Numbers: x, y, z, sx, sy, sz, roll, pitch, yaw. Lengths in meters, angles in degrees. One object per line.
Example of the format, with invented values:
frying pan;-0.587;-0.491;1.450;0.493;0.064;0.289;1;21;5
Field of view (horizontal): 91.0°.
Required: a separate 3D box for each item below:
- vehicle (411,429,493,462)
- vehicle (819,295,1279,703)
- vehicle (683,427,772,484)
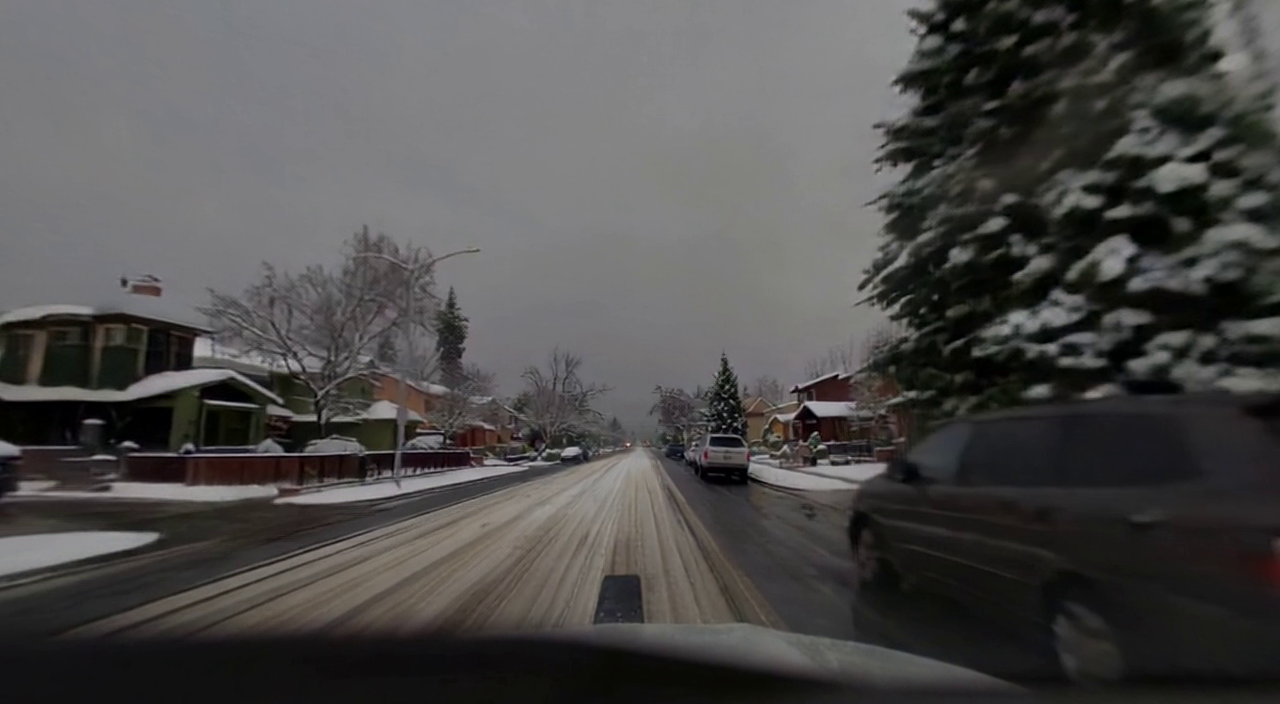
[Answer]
vehicle;-13.177;6.570;44.337;4.837;1.897;2.228;4;-8;5
vehicle;3.465;1.134;4.824;2.370;1.905;6.081;0;-8;0
vehicle;3.711;4.623;28.515;2.952;2.216;7.033;0;-8;0
